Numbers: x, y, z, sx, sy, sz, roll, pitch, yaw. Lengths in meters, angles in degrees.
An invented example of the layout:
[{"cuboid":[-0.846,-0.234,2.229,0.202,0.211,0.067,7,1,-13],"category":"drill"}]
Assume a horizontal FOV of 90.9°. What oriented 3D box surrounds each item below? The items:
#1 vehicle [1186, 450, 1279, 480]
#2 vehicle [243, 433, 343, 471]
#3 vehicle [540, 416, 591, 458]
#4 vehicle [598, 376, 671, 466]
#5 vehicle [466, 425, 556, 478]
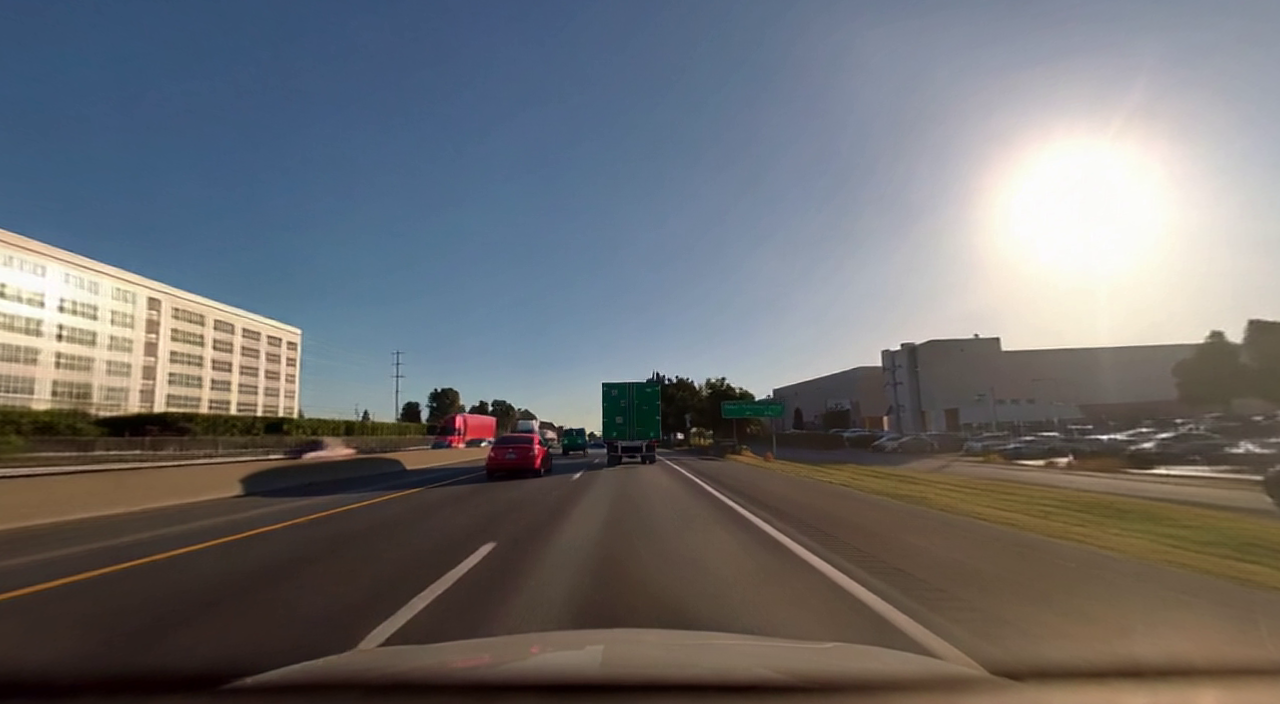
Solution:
[{"cuboid":[44.245,8.405,47.055,4.593,2.050,2.388,0,-8,0],"category":"vehicle"},{"cuboid":[-14.971,4.307,27.478,1.934,1.527,4.158,0,-8,0],"category":"vehicle"},{"cuboid":[-5.109,6.001,44.370,2.717,2.714,6.997,0,-8,0],"category":"vehicle"},{"cuboid":[-0.377,3.785,33.542,3.259,4.066,9.891,0,-8,-2],"category":"vehicle"},{"cuboid":[-4.271,3.380,21.790,2.005,1.602,5.131,0,-8,0],"category":"vehicle"}]
